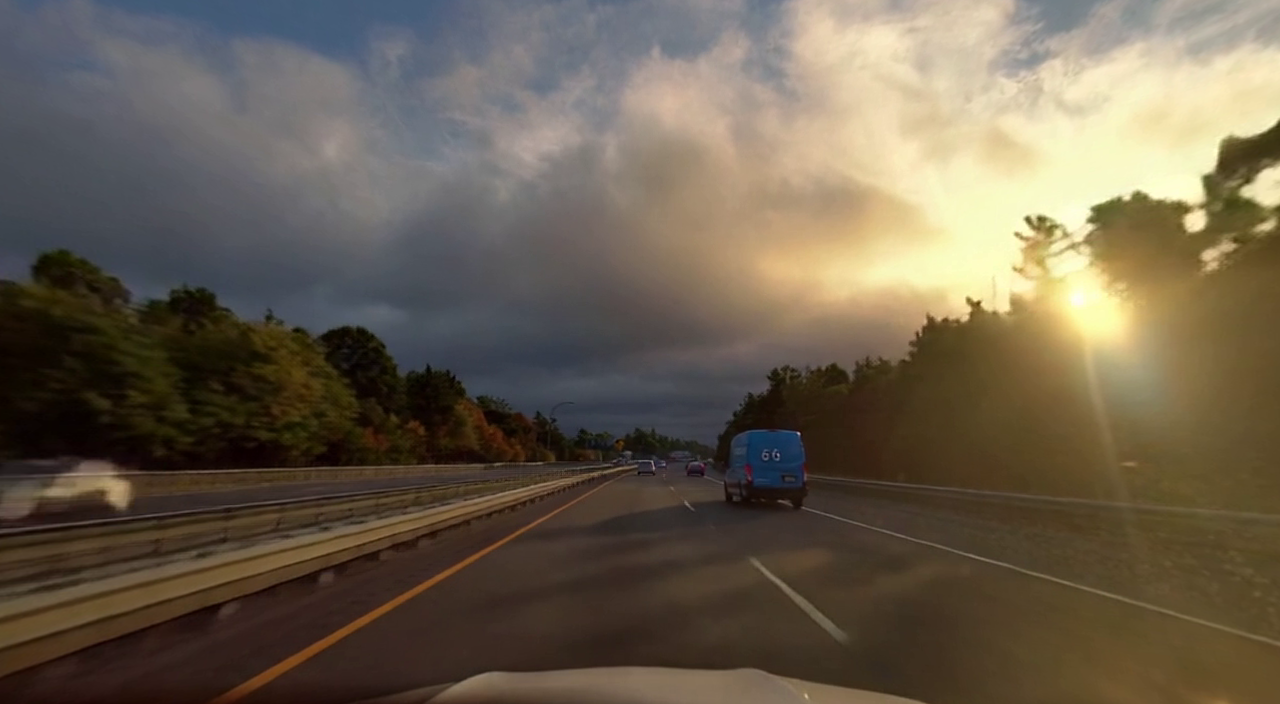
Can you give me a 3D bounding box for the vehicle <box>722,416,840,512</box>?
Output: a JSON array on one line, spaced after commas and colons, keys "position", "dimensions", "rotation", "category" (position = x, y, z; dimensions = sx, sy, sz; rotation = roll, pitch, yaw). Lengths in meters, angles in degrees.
[{"position": [4.275, 3.635, 20.359], "dimensions": [2.366, 2.595, 5.793], "rotation": [1, -11, -1], "category": "vehicle"}]
